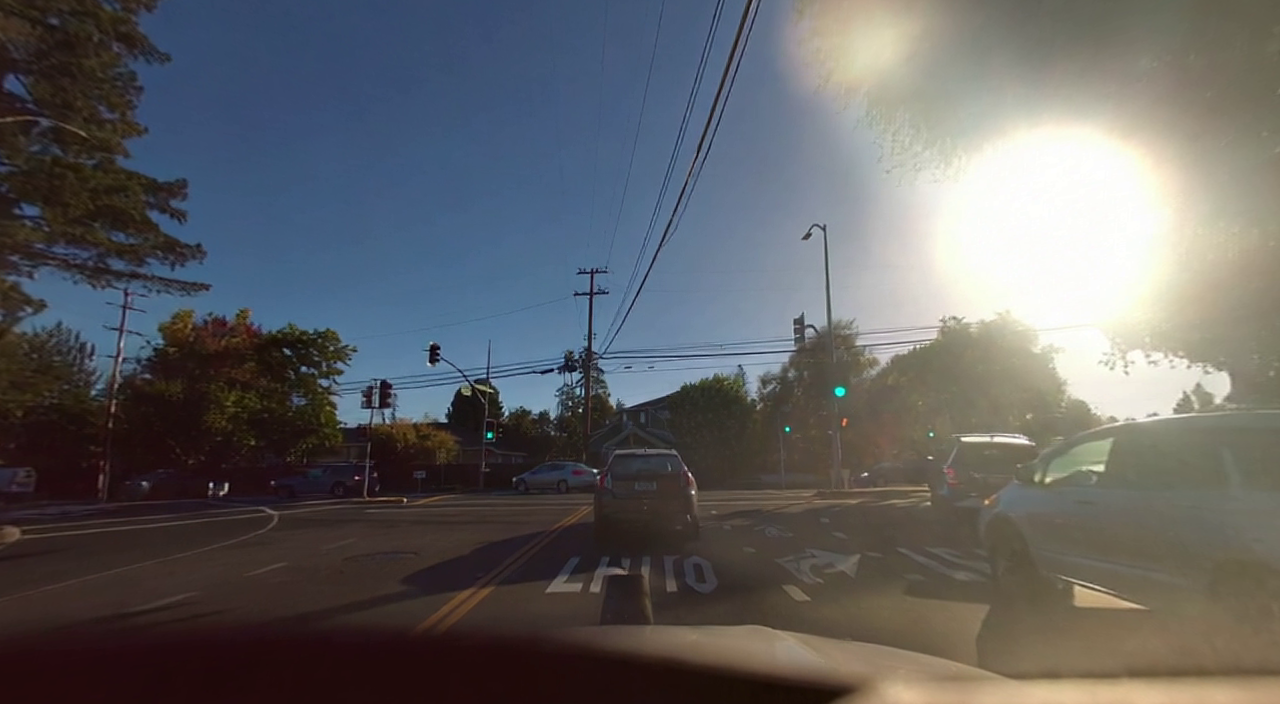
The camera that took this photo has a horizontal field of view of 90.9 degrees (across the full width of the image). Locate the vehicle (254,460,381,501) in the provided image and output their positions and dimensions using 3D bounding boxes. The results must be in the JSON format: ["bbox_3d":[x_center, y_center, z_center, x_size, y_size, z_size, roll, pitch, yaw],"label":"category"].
[{"bbox_3d":[-13.885,5.507,27.245,4.485,1.625,1.980,-2,-9,10],"label":"vehicle"}]

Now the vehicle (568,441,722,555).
[{"bbox_3d":[0.105,2.313,10.824,2.078,1.506,4.512,0,-8,1],"label":"vehicle"}]

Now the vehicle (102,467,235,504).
[{"bbox_3d":[-21.080,5.946,28.261,4.736,1.475,1.921,-2,-9,9],"label":"vehicle"}]

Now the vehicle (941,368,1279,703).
[{"bbox_3d":[4.572,1.278,5.131,2.095,1.836,4.895,-1,-8,4],"label":"vehicle"}]
